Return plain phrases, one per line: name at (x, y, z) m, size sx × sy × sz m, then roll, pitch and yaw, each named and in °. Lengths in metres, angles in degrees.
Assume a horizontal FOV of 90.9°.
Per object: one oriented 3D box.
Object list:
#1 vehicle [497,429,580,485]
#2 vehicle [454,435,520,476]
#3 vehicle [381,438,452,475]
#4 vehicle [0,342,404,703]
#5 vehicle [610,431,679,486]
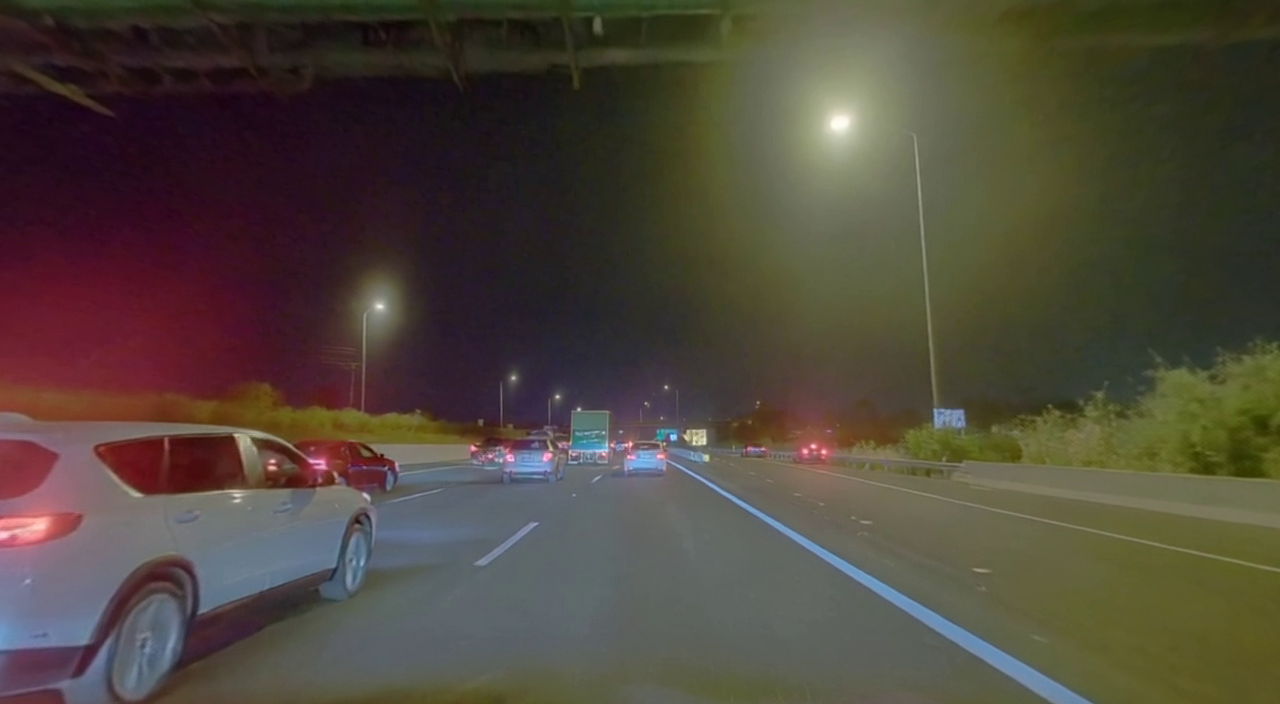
vehicle at (-3.513, 3.755, 22.800) m, size 2.125 × 1.792 × 4.466 m, roll 0°, pitch -8°, yaw 2°
vehicle at (-7.025, 4.809, 29.485) m, size 1.998 × 1.770 × 4.222 m, roll 0°, pitch -8°, yaw 0°
vehicle at (-10.921, 5.136, 31.119) m, size 1.894 × 1.669 × 4.251 m, roll 0°, pitch -8°, yaw 0°
vehicle at (-3.483, 1.079, 4.061) m, size 2.209 × 1.711 × 4.296 m, roll 0°, pitch -8°, yaw 1°
vehicle at (0.147, 3.649, 21.956) m, size 2.180 × 1.716 × 3.920 m, roll 0°, pitch -8°, yaw 0°
